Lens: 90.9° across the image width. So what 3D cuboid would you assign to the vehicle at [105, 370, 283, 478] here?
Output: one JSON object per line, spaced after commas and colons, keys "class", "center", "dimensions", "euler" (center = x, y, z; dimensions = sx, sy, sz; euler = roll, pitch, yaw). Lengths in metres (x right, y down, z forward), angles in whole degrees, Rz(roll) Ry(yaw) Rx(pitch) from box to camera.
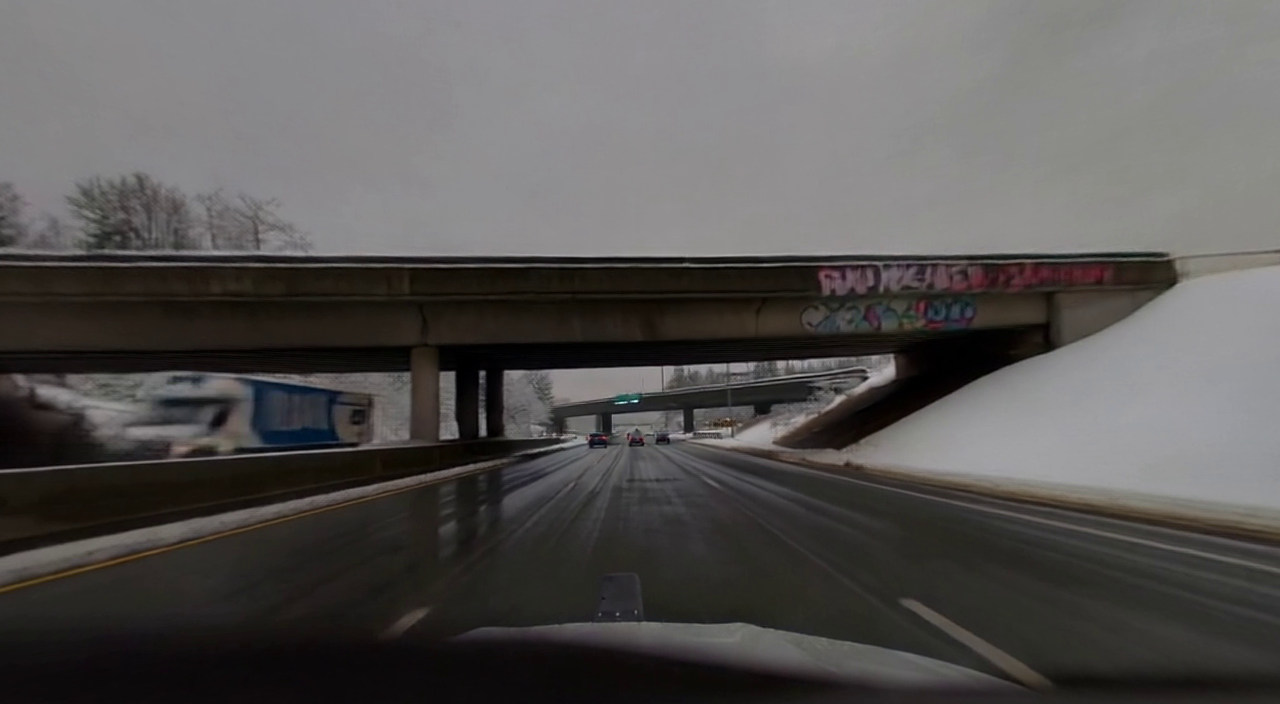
{"class": "vehicle", "center": [-17.908, 3.005, 25.918], "dimensions": [2.916, 3.893, 5.850], "euler": [0, -8, -1]}
